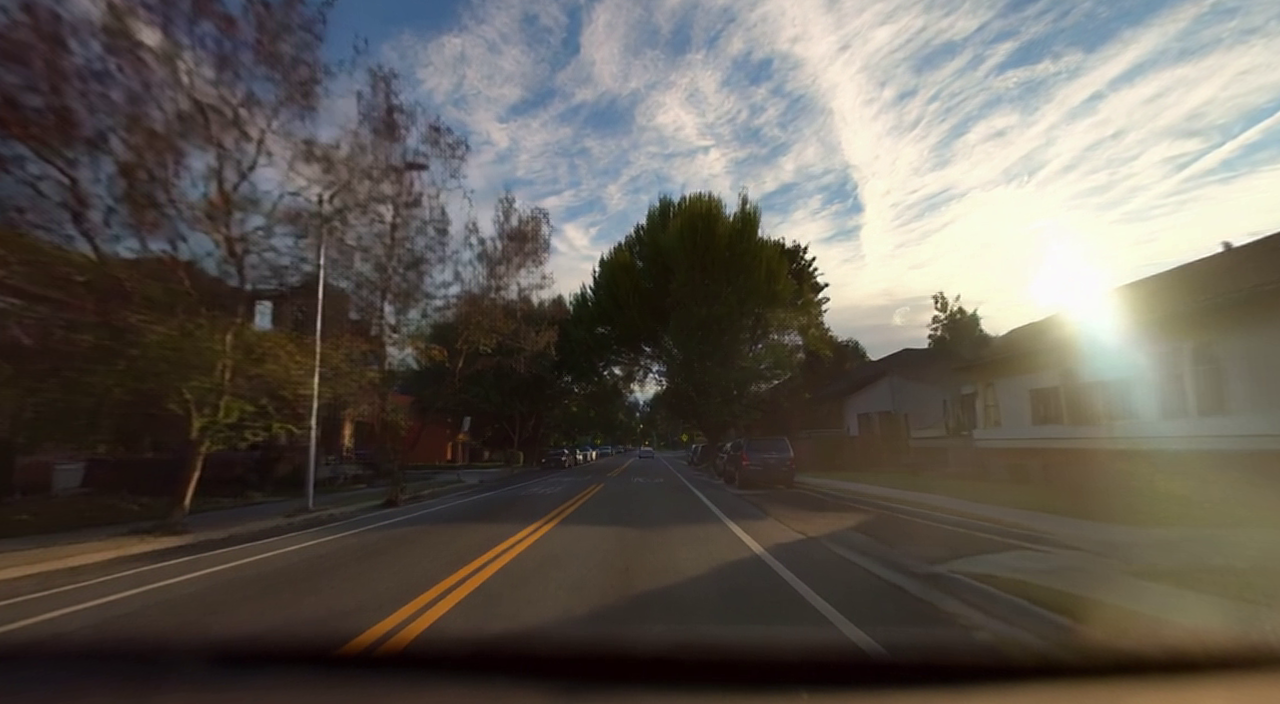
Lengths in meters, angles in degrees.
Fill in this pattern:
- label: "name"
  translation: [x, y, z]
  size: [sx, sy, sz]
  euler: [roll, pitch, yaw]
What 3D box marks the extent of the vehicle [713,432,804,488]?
- label: "vehicle"
  translation: [4.023, 3.760, 22.292]
  size: [1.937, 1.752, 4.574]
  euler: [1, -9, -5]
